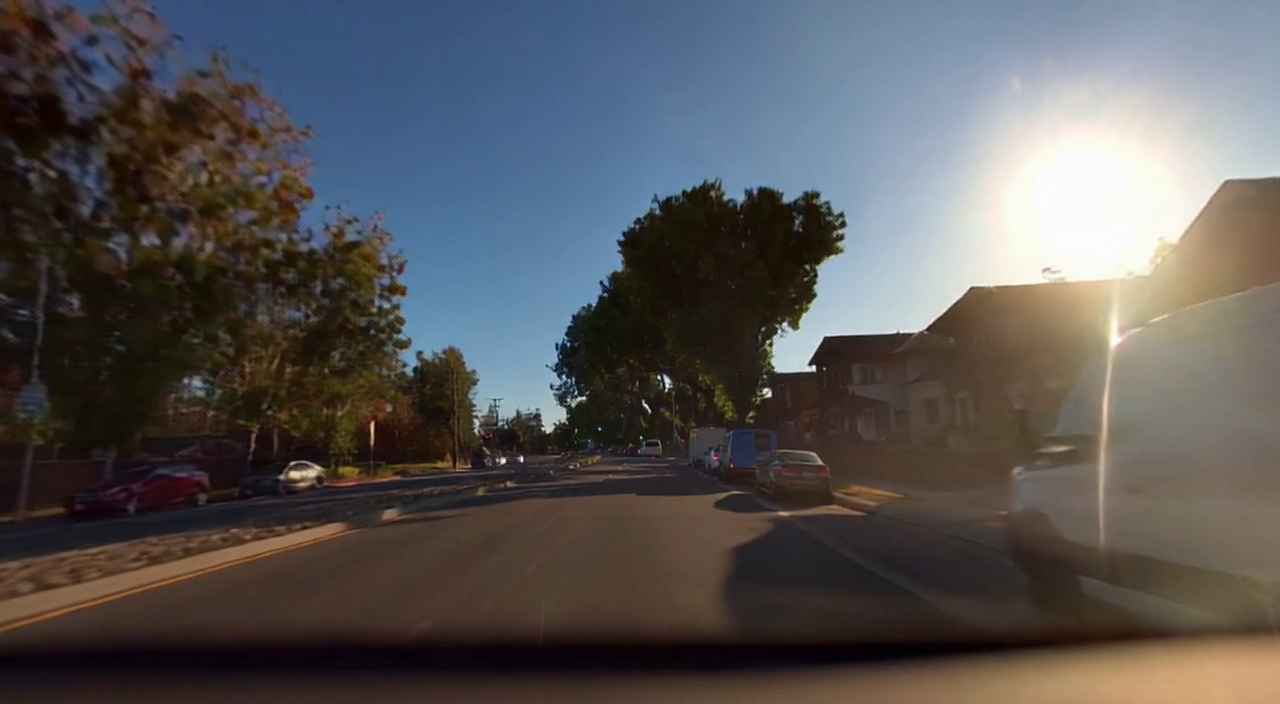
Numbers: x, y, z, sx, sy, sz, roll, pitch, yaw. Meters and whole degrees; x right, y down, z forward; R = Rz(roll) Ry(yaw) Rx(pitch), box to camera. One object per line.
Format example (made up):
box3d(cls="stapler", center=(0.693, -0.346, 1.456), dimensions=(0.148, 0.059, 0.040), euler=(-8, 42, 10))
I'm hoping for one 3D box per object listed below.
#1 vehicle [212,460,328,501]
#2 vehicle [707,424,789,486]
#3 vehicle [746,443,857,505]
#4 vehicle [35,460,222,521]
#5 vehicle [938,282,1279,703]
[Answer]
box3d(cls="vehicle", center=(-15.266, 5.290, 26.279), dimensions=(1.944, 1.454, 4.581), euler=(-1, -9, 2))
box3d(cls="vehicle", center=(4.132, 4.083, 25.120), dimensions=(2.293, 2.171, 5.871), euler=(0, -9, 1))
box3d(cls="vehicle", center=(4.238, 3.258, 17.267), dimensions=(1.804, 1.432, 4.594), euler=(0, -9, 0))
box3d(cls="vehicle", center=(-15.168, 4.089, 19.023), dimensions=(1.992, 1.517, 4.426), euler=(0, -9, -2))
box3d(cls="vehicle", center=(3.714, 0.696, 2.232), dimensions=(2.372, 2.008, 6.181), euler=(0, -9, 1))
